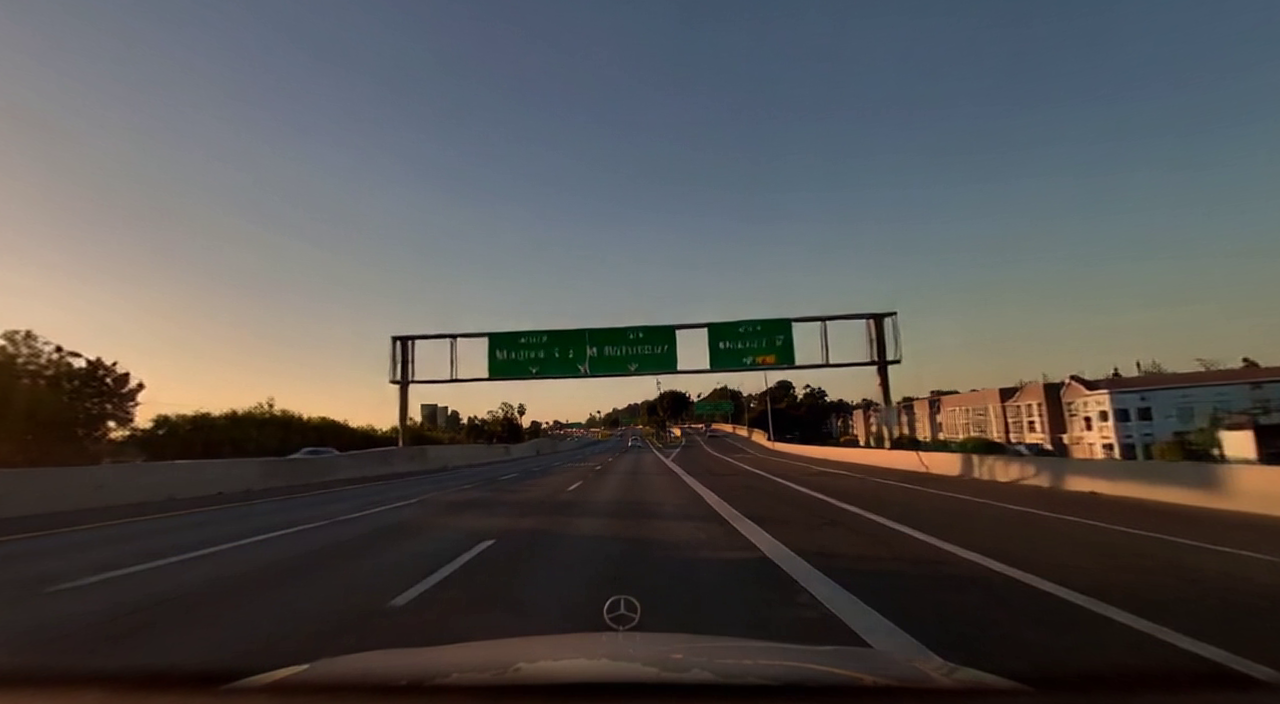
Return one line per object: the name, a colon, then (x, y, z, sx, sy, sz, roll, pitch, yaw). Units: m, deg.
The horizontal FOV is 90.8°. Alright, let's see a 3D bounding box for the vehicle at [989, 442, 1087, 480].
vehicle: (22.515, 6.133, 36.036, 2.013, 1.958, 5.318, -1, -8, -1)
